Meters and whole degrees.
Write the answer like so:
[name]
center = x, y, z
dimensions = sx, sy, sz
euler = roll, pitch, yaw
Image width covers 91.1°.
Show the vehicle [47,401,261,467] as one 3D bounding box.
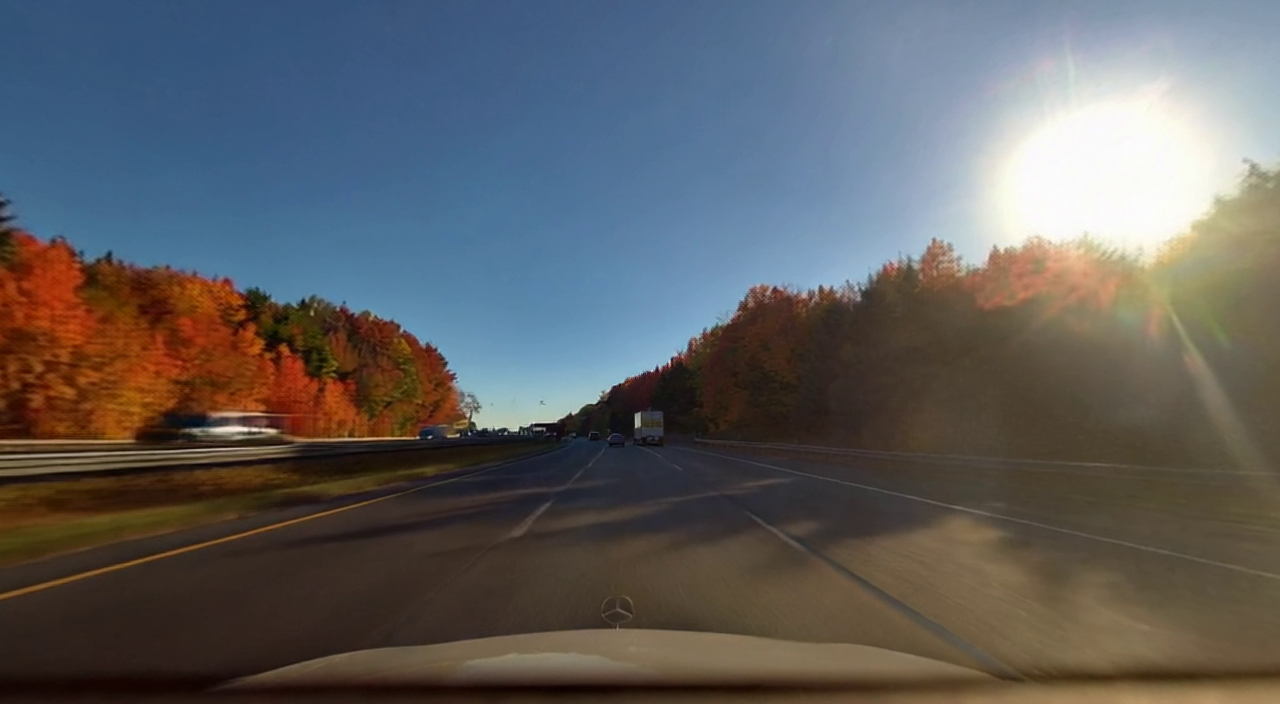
[vehicle]
center = -12.850, 2.238, 17.158
dimensions = 2.180, 1.540, 4.653
euler = 0, -8, -1
